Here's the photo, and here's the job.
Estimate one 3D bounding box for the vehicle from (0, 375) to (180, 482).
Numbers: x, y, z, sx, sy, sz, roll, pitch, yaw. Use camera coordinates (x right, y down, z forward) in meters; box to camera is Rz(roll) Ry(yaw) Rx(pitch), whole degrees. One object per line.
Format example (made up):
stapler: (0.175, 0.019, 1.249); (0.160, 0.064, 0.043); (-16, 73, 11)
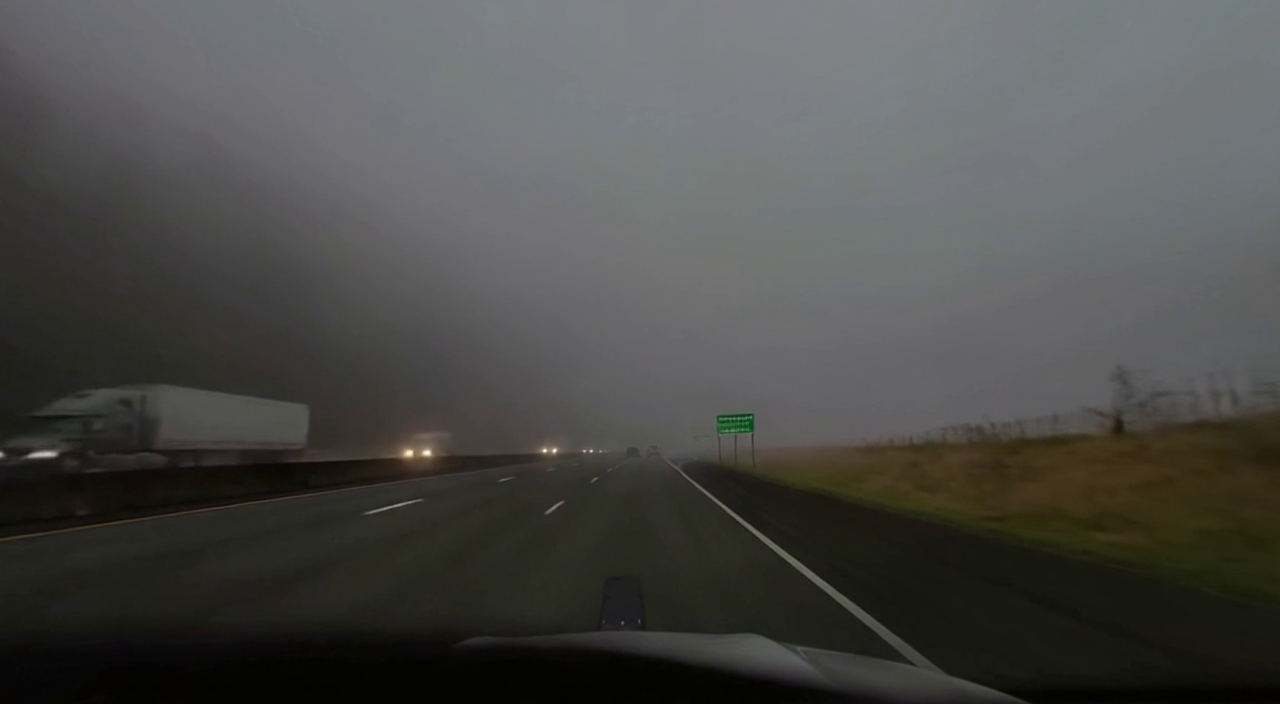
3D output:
vehicle: (-23.022, 3.232, 26.119); (3.043, 3.917, 5.965); (0, -9, 1)
